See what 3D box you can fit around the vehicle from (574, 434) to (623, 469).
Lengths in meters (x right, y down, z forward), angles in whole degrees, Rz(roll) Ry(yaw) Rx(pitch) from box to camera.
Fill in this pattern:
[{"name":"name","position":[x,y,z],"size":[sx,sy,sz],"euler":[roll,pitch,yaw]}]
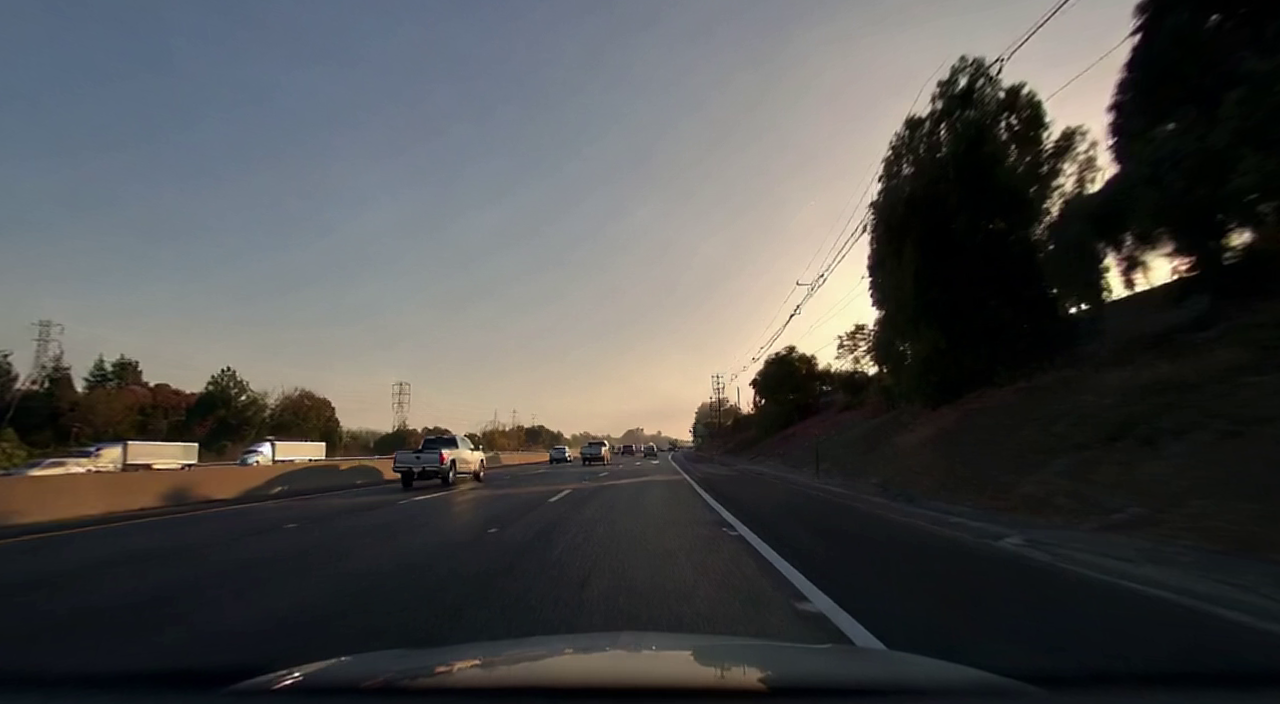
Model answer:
[{"name":"vehicle","position":[-2.502,6.225,39.563],"size":[2.448,2.025,5.193],"euler":[-1,-8,3]}]

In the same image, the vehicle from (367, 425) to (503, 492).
[{"name":"vehicle","position":[-6.817,3.655,22.090],"size":[2.460,1.992,6.474],"euler":[0,-8,1]}]
